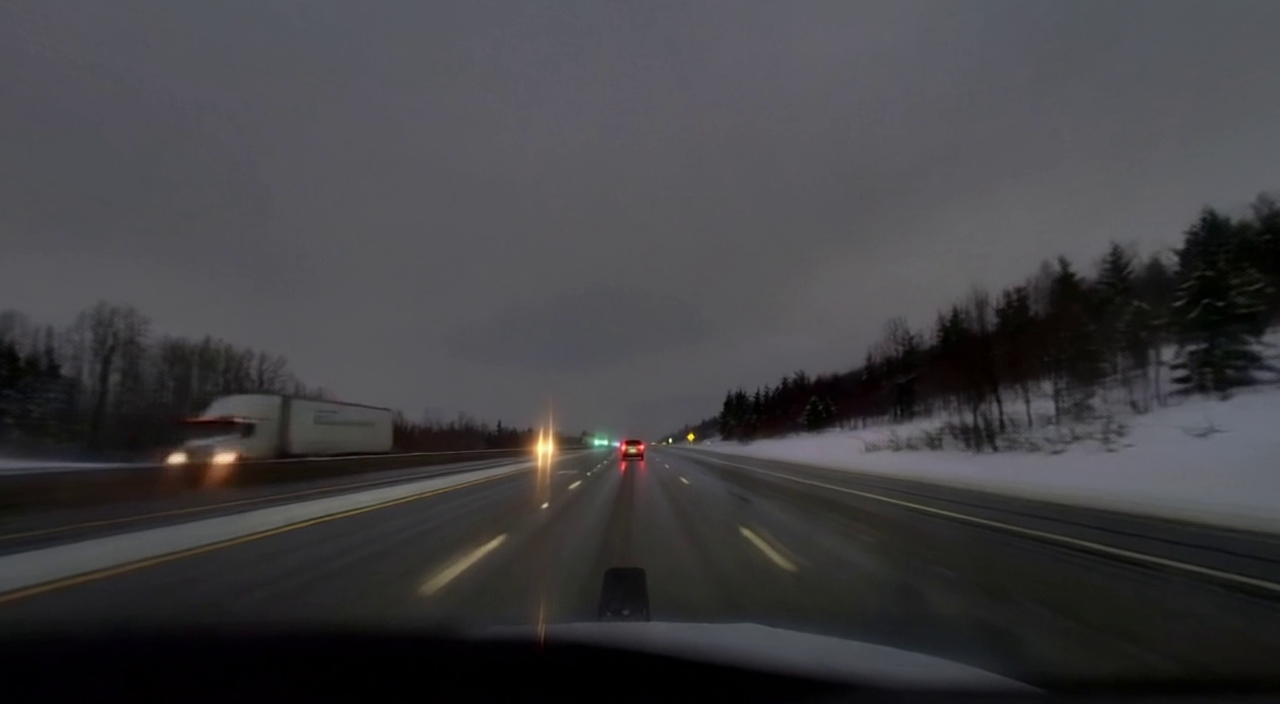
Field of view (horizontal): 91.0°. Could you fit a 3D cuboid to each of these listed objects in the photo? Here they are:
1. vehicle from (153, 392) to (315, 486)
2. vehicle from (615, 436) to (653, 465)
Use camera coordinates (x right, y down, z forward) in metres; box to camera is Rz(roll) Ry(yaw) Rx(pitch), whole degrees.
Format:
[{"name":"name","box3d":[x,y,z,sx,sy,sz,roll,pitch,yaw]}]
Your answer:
[{"name":"vehicle","box3d":[-18.597,4.085,29.531,2.875,3.862,6.867,0,-8,0]},{"name":"vehicle","box3d":[-0.372,5.856,37.592,2.111,1.635,4.177,0,-8,-1]}]
